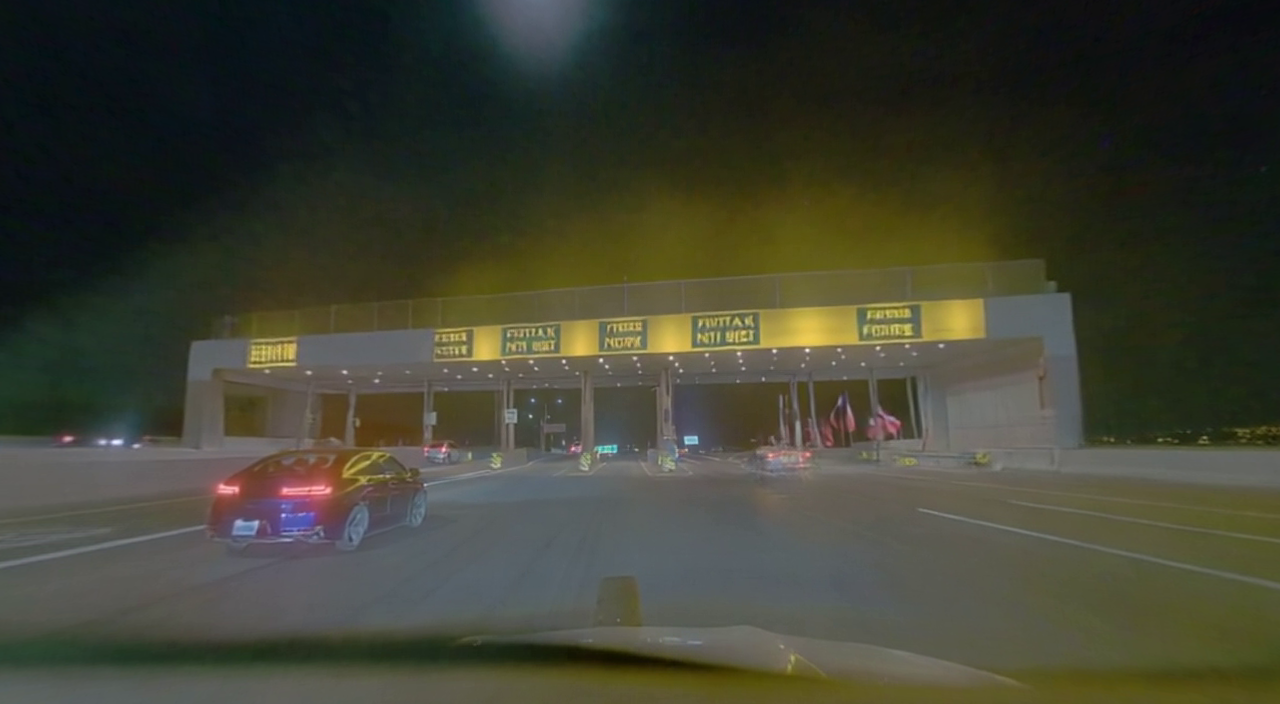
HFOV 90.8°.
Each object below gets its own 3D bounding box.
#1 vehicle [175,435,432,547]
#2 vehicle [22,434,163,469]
[{"bbox_3d":[-5.192,2.176,10.603,1.981,1.465,4.334,0,-8,-1],"label":"vehicle"},{"bbox_3d":[-29.979,5.446,34.743,5.430,1.835,2.267,1,-9,-4],"label":"vehicle"}]
